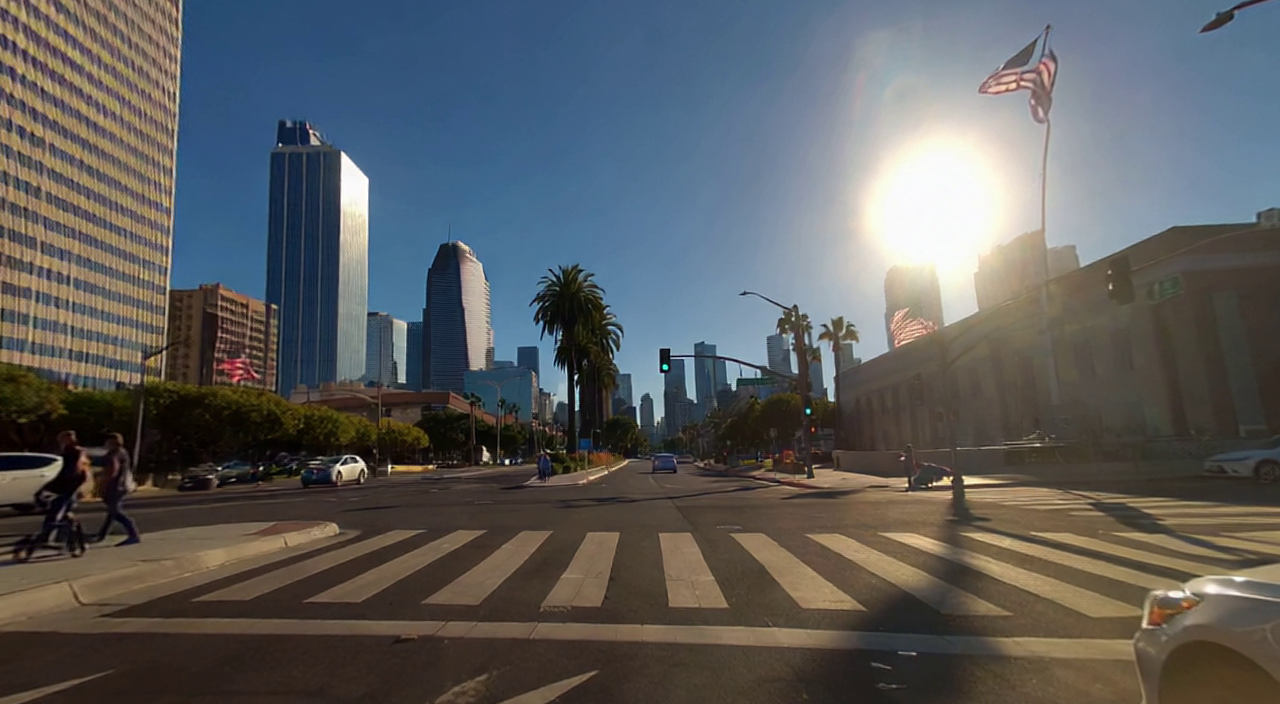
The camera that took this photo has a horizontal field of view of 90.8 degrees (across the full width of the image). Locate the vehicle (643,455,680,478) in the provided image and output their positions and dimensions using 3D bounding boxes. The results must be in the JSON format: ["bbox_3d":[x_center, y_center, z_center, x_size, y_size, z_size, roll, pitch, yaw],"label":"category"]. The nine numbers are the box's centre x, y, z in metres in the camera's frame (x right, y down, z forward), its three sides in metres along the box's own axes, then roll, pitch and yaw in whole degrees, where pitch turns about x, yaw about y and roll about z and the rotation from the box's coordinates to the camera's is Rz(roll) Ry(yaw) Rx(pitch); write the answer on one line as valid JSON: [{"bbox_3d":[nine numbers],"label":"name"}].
[{"bbox_3d":[1.483,8.234,45.710,2.000,1.525,4.273,1,-9,-8],"label":"vehicle"}]

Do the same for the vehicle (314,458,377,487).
[{"bbox_3d":[-20.112,8.231,43.376,2.043,1.745,4.420,-1,-9,2],"label":"vehicle"}]

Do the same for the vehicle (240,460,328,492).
[{"bbox_3d":[-19.892,6.948,35.583,2.069,1.540,4.774,0,-8,2],"label":"vehicle"}]
